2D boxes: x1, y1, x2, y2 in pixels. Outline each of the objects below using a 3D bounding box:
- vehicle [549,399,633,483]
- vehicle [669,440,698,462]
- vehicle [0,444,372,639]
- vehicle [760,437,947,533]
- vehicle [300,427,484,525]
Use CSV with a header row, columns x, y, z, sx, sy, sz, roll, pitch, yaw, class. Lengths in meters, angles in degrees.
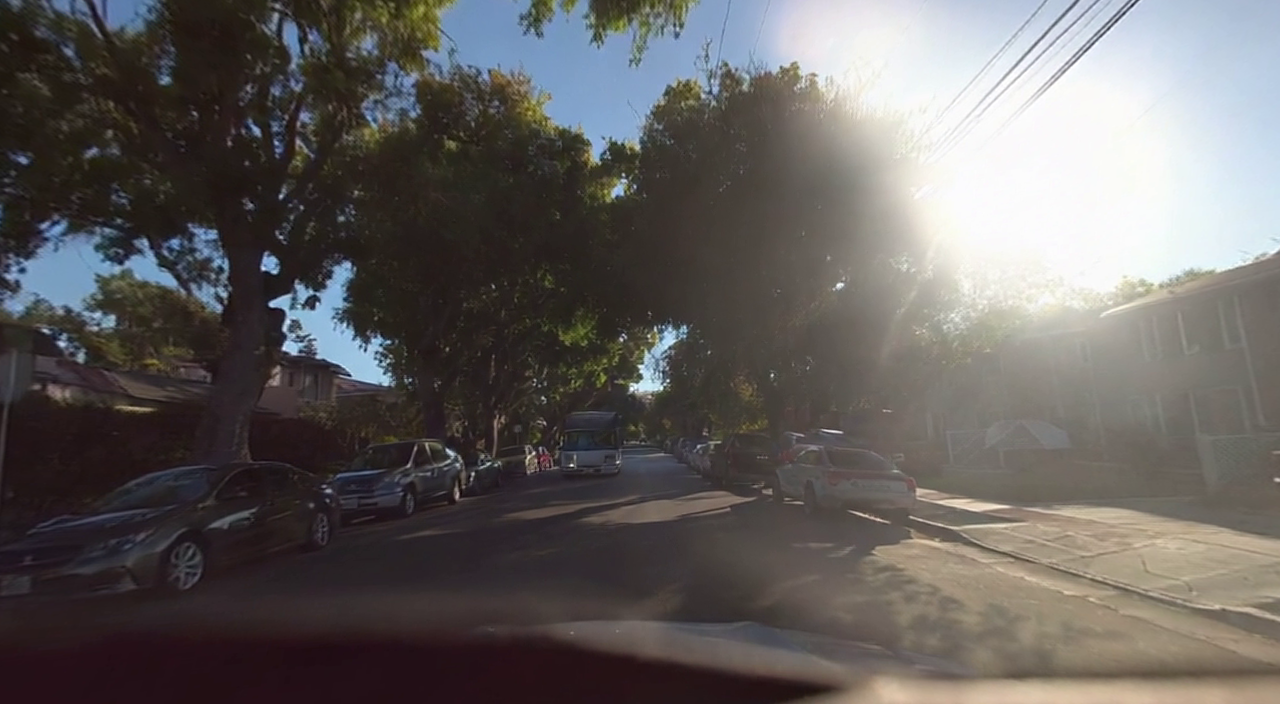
x,y,z,sx,sy,sz,roll,pitch,yaw,class
-1.711,3.560,25.265,2.716,2.887,6.781,0,-8,1,vehicle
3.355,7.753,49.762,1.878,1.664,4.033,0,-8,-2,vehicle
-5.086,1.807,7.285,1.861,1.474,4.749,0,-8,1,vehicle
3.739,2.385,12.018,1.813,1.468,4.267,1,-8,-4,vehicle
-5.245,2.680,14.382,2.002,1.781,5.380,0,-8,0,vehicle
